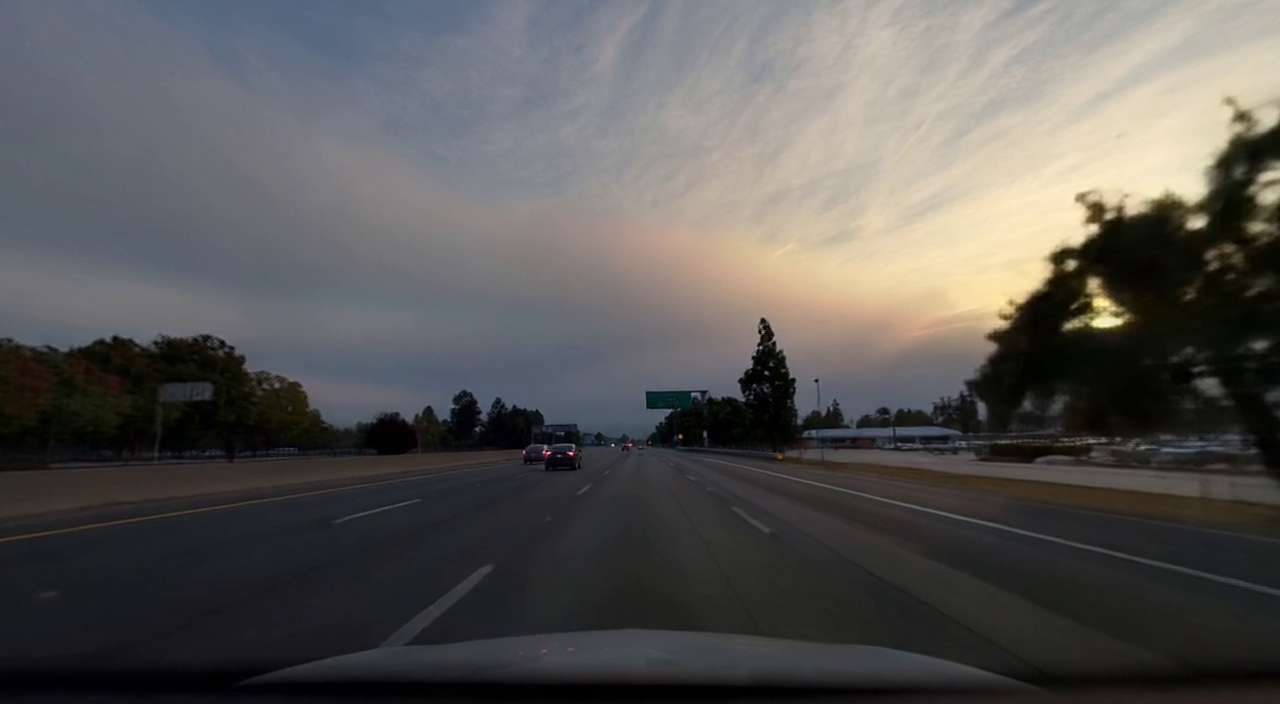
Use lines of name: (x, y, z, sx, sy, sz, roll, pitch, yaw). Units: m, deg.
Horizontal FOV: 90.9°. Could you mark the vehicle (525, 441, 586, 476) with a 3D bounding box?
vehicle: (-3.720, 4.773, 28.520, 2.128, 1.450, 4.078, -1, -8, 1)
